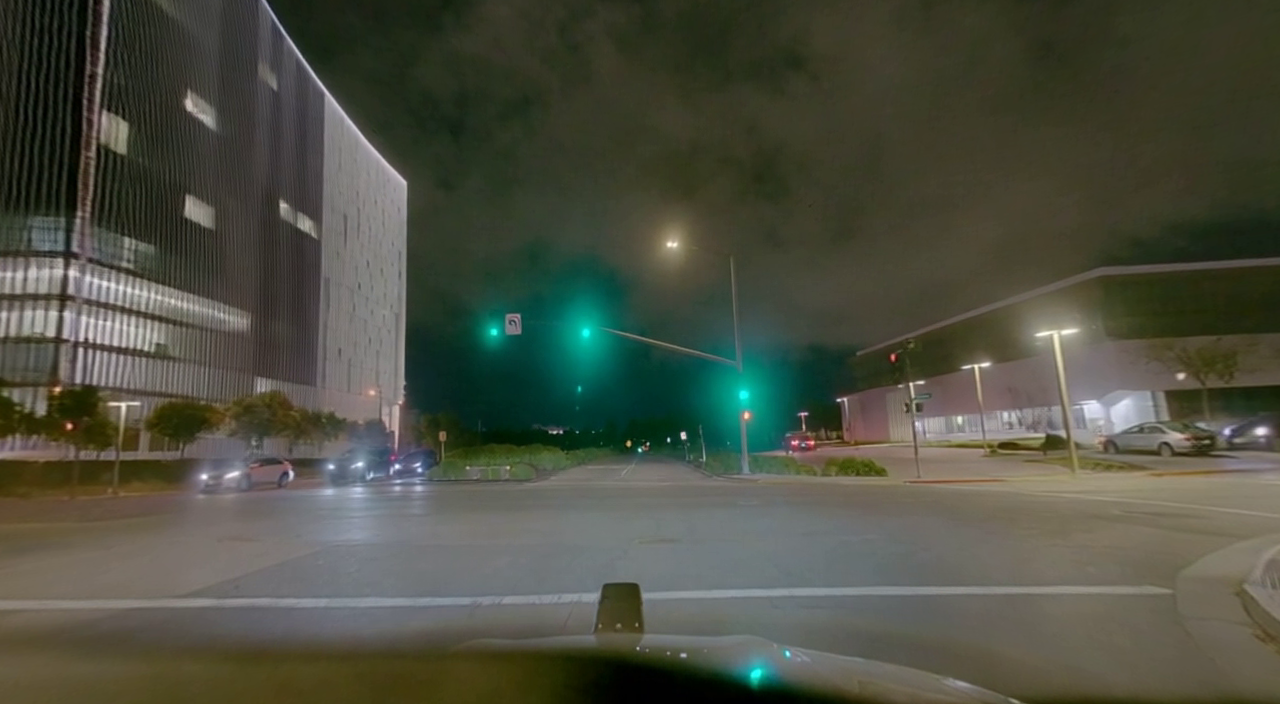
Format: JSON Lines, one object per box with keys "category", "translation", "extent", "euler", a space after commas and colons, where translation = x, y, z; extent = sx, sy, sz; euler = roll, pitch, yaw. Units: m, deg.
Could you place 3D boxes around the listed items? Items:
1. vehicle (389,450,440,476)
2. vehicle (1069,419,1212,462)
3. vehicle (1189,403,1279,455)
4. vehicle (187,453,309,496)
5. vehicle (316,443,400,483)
{"category": "vehicle", "translation": [-15.133, 7.450, 42.439], "extent": [1.932, 1.605, 4.146], "euler": [0, -9, -1]}
{"category": "vehicle", "translation": [19.086, 3.455, 24.341], "extent": [1.834, 1.480, 4.458], "euler": [0, -9, -1]}
{"category": "vehicle", "translation": [24.404, 2.944, 24.069], "extent": [2.109, 1.836, 5.080], "euler": [-2, -10, -1]}
{"category": "vehicle", "translation": [-14.935, 4.654, 24.335], "extent": [1.790, 1.437, 4.349], "euler": [0, -9, 2]}
{"category": "vehicle", "translation": [-14.847, 5.866, 33.542], "extent": [2.091, 1.915, 5.040], "euler": [0, -9, 0]}
